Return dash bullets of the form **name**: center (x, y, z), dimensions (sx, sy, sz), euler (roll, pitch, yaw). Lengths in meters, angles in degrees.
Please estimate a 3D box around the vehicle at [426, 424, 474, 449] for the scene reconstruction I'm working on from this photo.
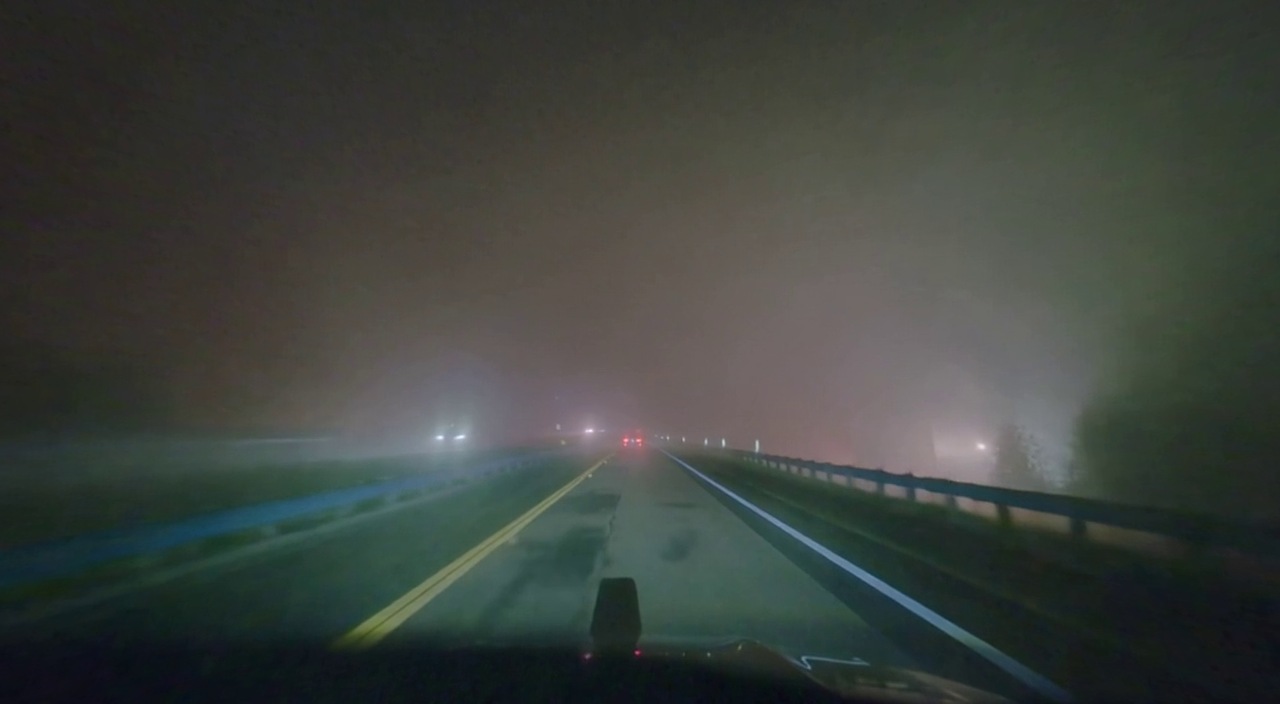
- **vehicle**: center (-13.308, 5.958, 44.234), dimensions (1.906, 1.617, 4.606), euler (0, -8, 1)
